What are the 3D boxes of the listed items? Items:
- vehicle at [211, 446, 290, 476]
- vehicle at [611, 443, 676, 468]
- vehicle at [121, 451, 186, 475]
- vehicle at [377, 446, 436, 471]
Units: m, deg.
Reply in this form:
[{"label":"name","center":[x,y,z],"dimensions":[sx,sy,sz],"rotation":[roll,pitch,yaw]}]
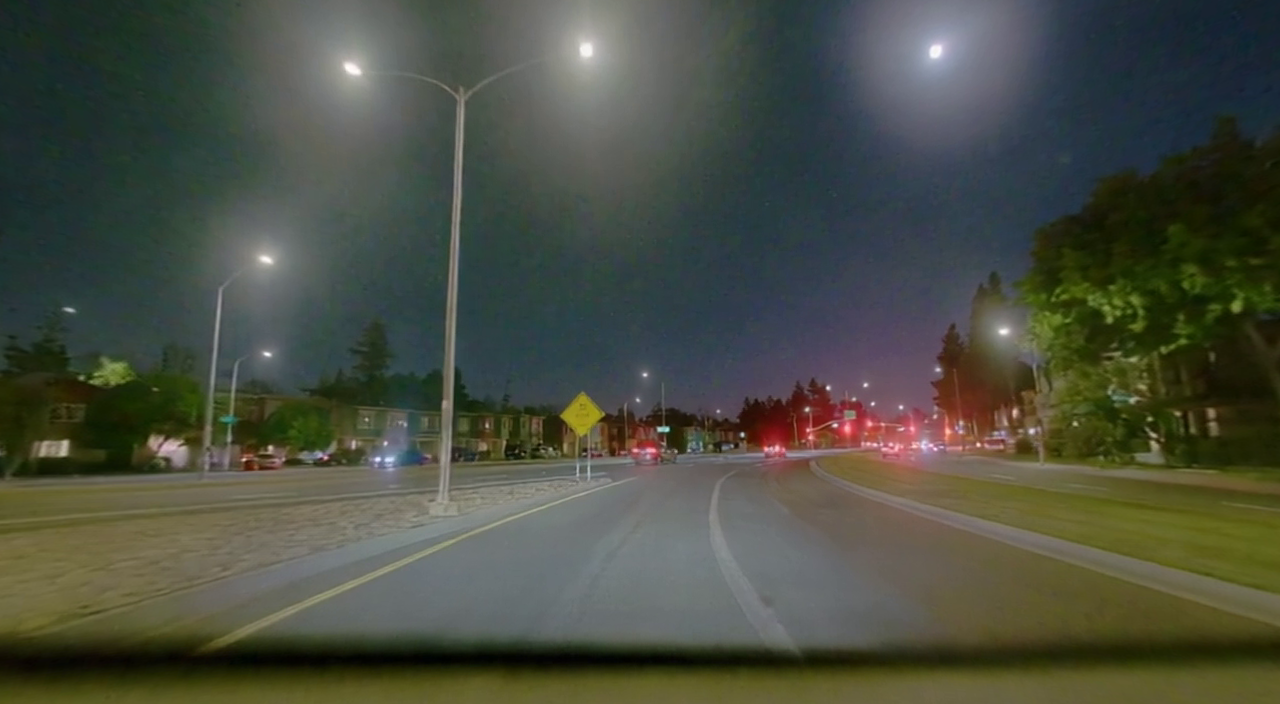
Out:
[{"label":"vehicle","center":[-28.256,7.994,45.996],"dimensions":[1.944,1.714,4.408],"rotation":[-8,-16,24]},{"label":"vehicle","center":[0.294,6.565,40.191],"dimensions":[2.081,1.489,4.863],"rotation":[-5,-10,27]},{"label":"vehicle","center":[-35.110,8.002,45.600],"dimensions":[4.207,1.612,1.951],"rotation":[-5,-10,26]},{"label":"vehicle","center":[-15.635,7.135,42.494],"dimensions":[1.753,1.553,3.575],"rotation":[-4,-9,21]}]
